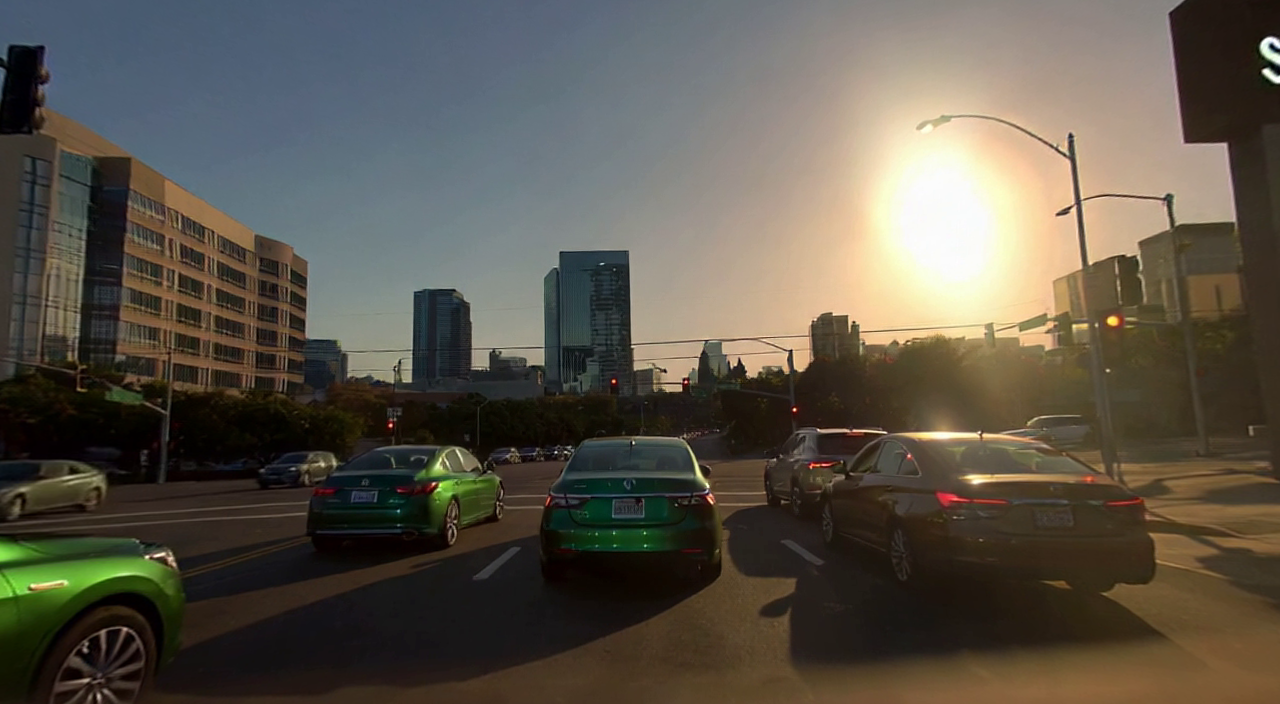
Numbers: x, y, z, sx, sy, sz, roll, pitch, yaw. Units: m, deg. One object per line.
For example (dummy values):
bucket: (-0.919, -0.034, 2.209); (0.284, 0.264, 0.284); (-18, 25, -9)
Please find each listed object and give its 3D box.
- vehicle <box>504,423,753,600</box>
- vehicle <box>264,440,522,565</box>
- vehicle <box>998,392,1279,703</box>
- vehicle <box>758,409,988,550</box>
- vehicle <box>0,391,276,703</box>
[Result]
vehicle: (-0.122, 1.682, 7.556); (2.140, 1.499, 4.119); (0, -8, -1)
vehicle: (-3.302, 2.080, 9.577); (1.995, 1.436, 4.373); (-1, -8, 2)
vehicle: (3.936, 0.977, 3.137); (1.800, 1.519, 4.198); (0, -8, 0)
vehicle: (3.310, 1.898, 10.019); (1.992, 1.744, 4.183); (0, -8, 0)
vehicle: (-3.477, 0.861, 1.906); (2.016, 1.547, 4.414); (0, -8, 1)
